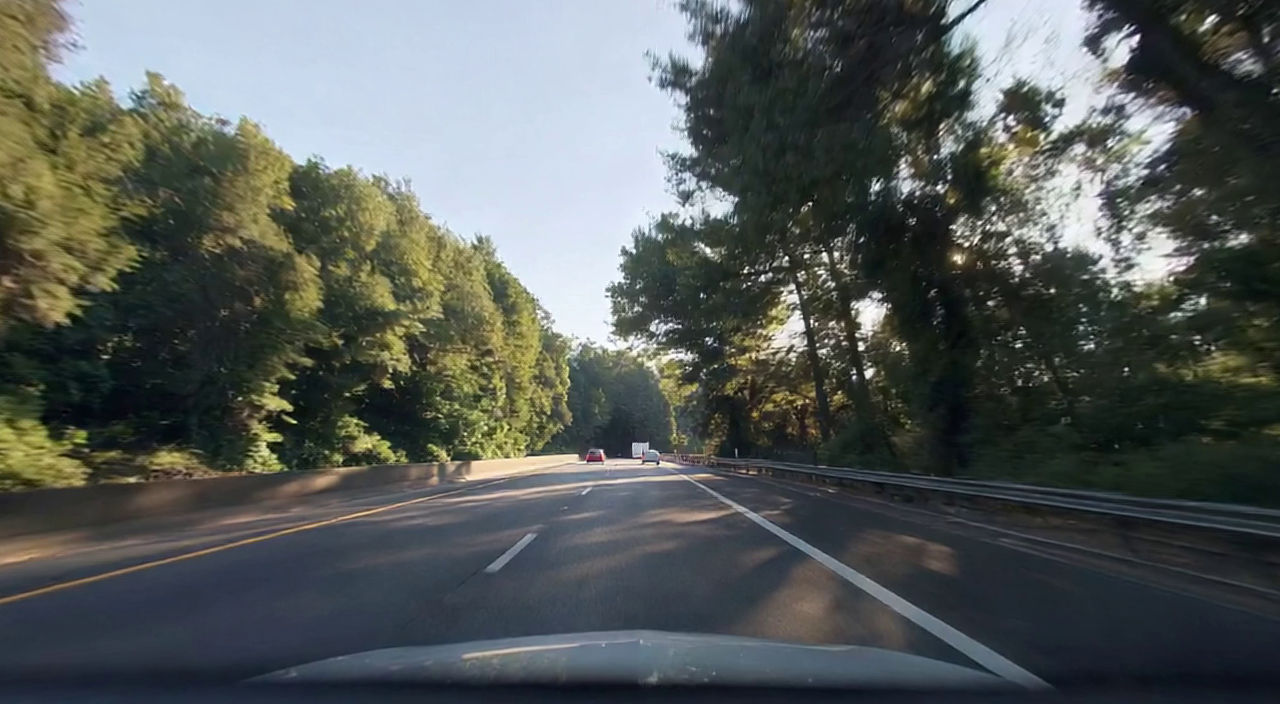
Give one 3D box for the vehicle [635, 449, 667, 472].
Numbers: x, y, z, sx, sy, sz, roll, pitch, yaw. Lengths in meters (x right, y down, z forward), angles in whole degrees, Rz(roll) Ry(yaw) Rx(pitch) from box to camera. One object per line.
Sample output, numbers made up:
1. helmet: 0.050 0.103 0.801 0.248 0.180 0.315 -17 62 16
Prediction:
1. vehicle: 0.687 7.193 42.118 2.046 1.452 4.407 0 -9 0
